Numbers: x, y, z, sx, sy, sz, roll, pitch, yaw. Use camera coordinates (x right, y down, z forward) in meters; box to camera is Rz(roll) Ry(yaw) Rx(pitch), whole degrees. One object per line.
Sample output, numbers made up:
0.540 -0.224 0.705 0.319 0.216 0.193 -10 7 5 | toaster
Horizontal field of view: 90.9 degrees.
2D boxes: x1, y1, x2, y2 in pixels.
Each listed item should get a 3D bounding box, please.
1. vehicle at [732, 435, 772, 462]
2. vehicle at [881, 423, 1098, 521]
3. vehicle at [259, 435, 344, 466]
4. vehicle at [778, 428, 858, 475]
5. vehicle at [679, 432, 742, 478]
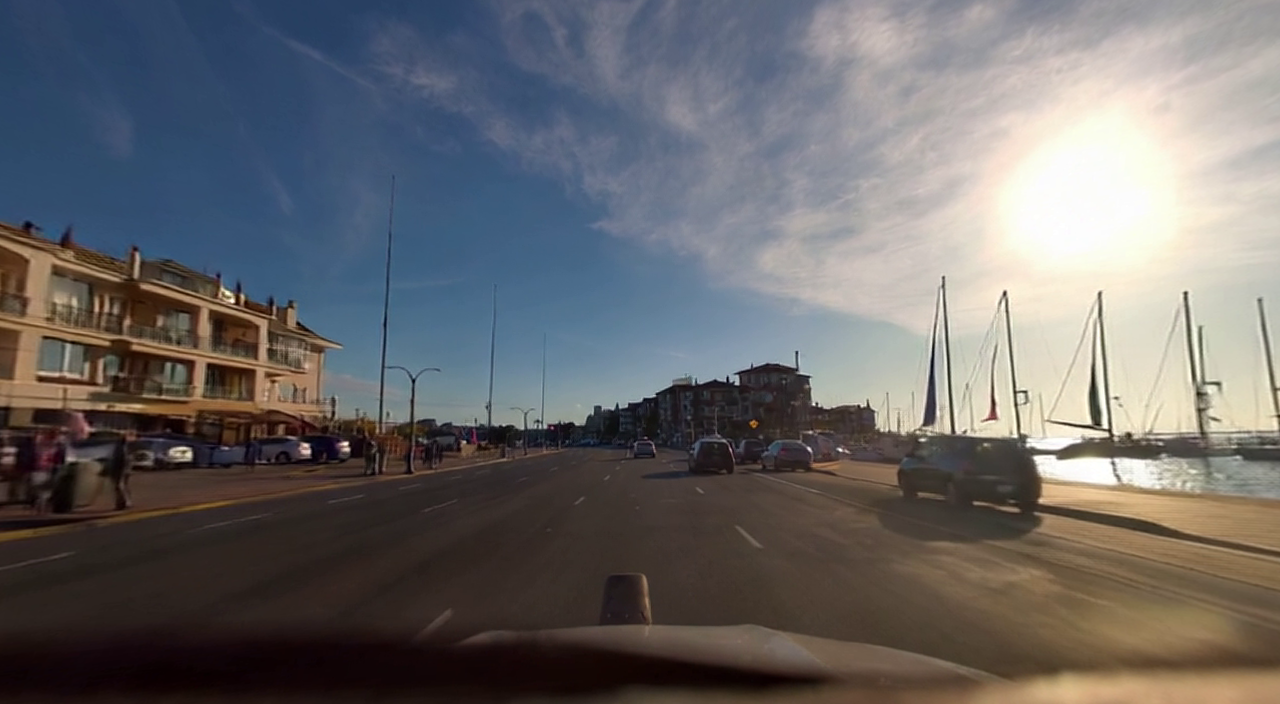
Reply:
8.027 6.986 45.702 1.969 1.852 4.513 0 -8 -1 | vehicle
7.253 2.527 13.850 2.029 1.750 4.825 0 -8 1 | vehicle
-17.953 5.254 33.724 1.840 1.522 4.695 -1 -8 2 | vehicle
7.992 4.517 28.836 2.056 1.896 5.062 0 -8 -1 | vehicle
2.690 4.055 25.032 2.047 1.640 4.051 0 -8 0 | vehicle
